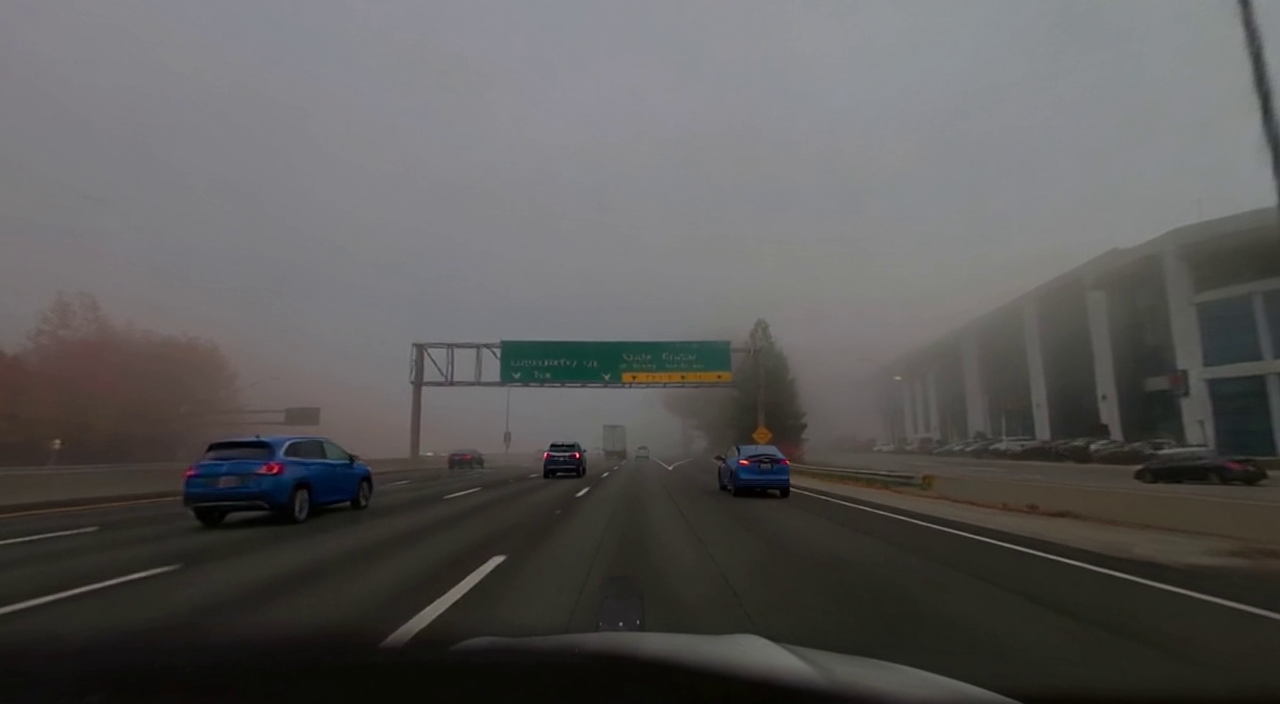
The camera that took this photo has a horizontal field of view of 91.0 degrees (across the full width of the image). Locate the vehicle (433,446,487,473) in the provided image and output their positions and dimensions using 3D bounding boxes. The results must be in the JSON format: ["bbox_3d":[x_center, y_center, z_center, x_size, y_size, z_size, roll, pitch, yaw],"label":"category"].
[{"bbox_3d":[-10.831,6.500,38.240,1.919,1.509,4.265,0,-9,1],"label":"vehicle"}]

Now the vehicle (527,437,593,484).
[{"bbox_3d":[-3.203,4.471,26.131,2.111,1.742,4.315,0,-9,1],"label":"vehicle"}]

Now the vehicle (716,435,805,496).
[{"bbox_3d":[3.798,3.654,20.669,2.101,1.742,4.495,0,-9,1],"label":"vehicle"}]

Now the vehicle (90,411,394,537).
[{"bbox_3d":[-7.007,2.234,12.128,2.314,1.842,5.279,0,-9,1],"label":"vehicle"}]
